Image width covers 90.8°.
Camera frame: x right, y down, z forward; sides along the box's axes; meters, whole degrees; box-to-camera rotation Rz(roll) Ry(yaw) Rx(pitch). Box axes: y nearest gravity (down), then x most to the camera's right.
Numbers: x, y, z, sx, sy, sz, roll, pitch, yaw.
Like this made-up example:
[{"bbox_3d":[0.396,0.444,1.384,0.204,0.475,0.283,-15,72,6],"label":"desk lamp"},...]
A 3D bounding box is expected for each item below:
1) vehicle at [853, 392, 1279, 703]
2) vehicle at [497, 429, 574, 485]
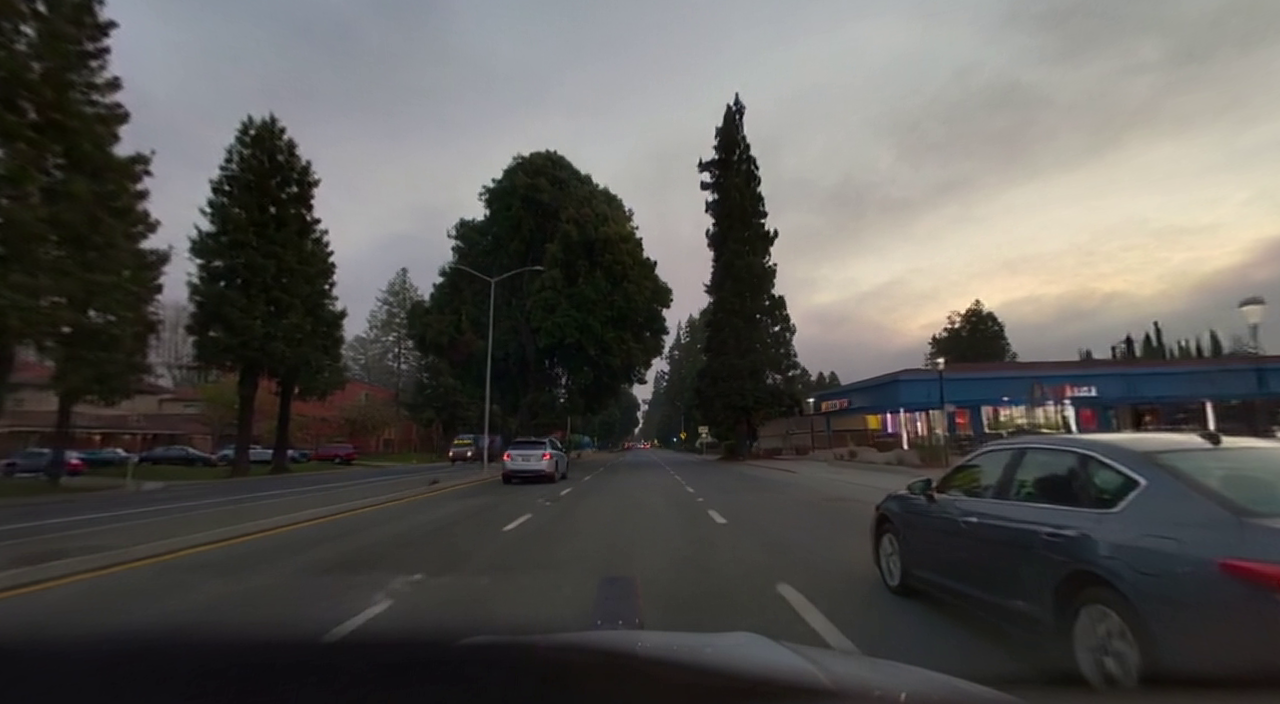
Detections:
[{"bbox_3d":[3.261,1.188,4.201,1.975,1.502,4.787,0,-8,-1],"label":"vehicle"},{"bbox_3d":[-3.659,3.786,22.995,1.997,1.806,4.500,0,-8,1],"label":"vehicle"}]
